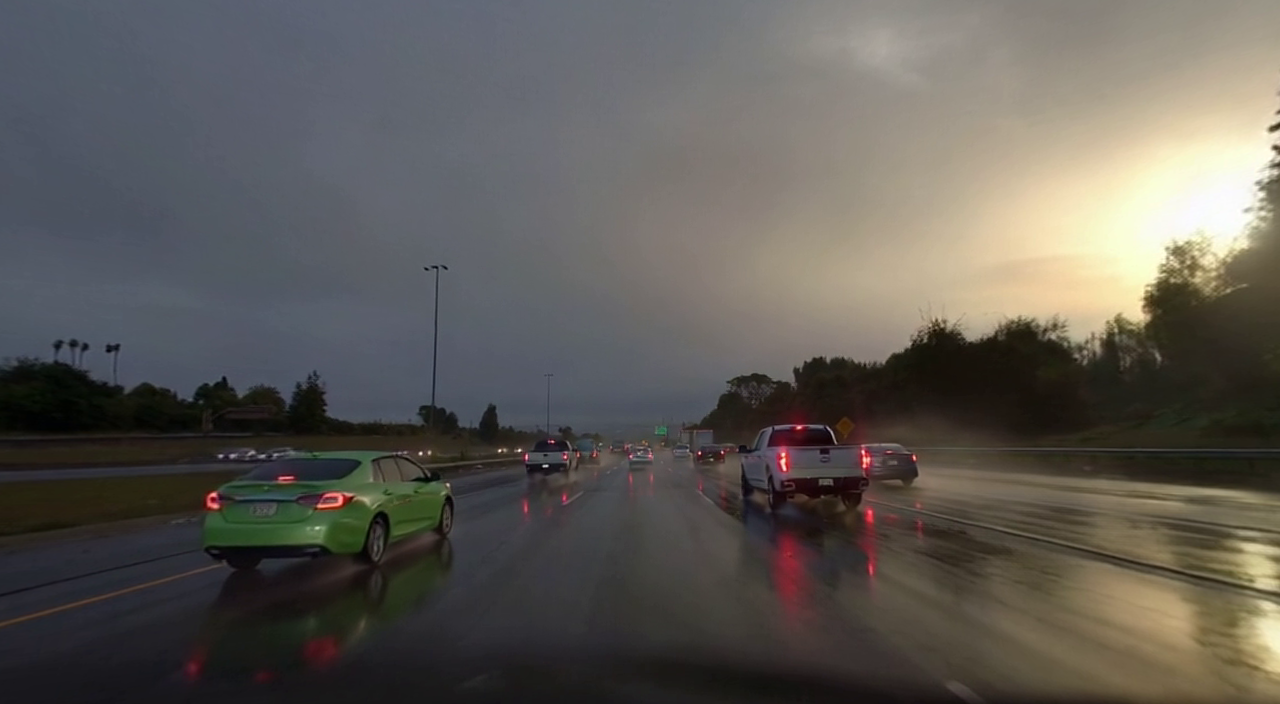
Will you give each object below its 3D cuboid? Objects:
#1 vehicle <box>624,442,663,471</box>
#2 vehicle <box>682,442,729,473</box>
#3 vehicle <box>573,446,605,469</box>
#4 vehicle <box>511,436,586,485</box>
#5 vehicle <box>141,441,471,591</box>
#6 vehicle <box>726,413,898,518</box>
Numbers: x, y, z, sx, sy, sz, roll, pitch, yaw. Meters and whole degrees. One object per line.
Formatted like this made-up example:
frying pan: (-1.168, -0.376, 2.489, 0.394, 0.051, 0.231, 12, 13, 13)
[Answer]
vehicle: (0.162, 6.142, 37.080, 2.147, 1.572, 4.094, 0, -9, -1)
vehicle: (3.719, 6.073, 36.498, 2.145, 1.636, 4.437, 1, -9, -1)
vehicle: (-3.480, 7.274, 43.563, 1.907, 1.484, 3.954, 0, -9, 0)
vehicle: (-3.582, 4.353, 25.597, 2.176, 1.783, 4.799, 0, -9, 2)
vehicle: (-3.831, 1.922, 8.307, 1.947, 1.424, 4.264, 0, -9, 1)
vehicle: (3.591, 2.535, 14.562, 2.340, 1.925, 5.529, 0, -9, -1)
